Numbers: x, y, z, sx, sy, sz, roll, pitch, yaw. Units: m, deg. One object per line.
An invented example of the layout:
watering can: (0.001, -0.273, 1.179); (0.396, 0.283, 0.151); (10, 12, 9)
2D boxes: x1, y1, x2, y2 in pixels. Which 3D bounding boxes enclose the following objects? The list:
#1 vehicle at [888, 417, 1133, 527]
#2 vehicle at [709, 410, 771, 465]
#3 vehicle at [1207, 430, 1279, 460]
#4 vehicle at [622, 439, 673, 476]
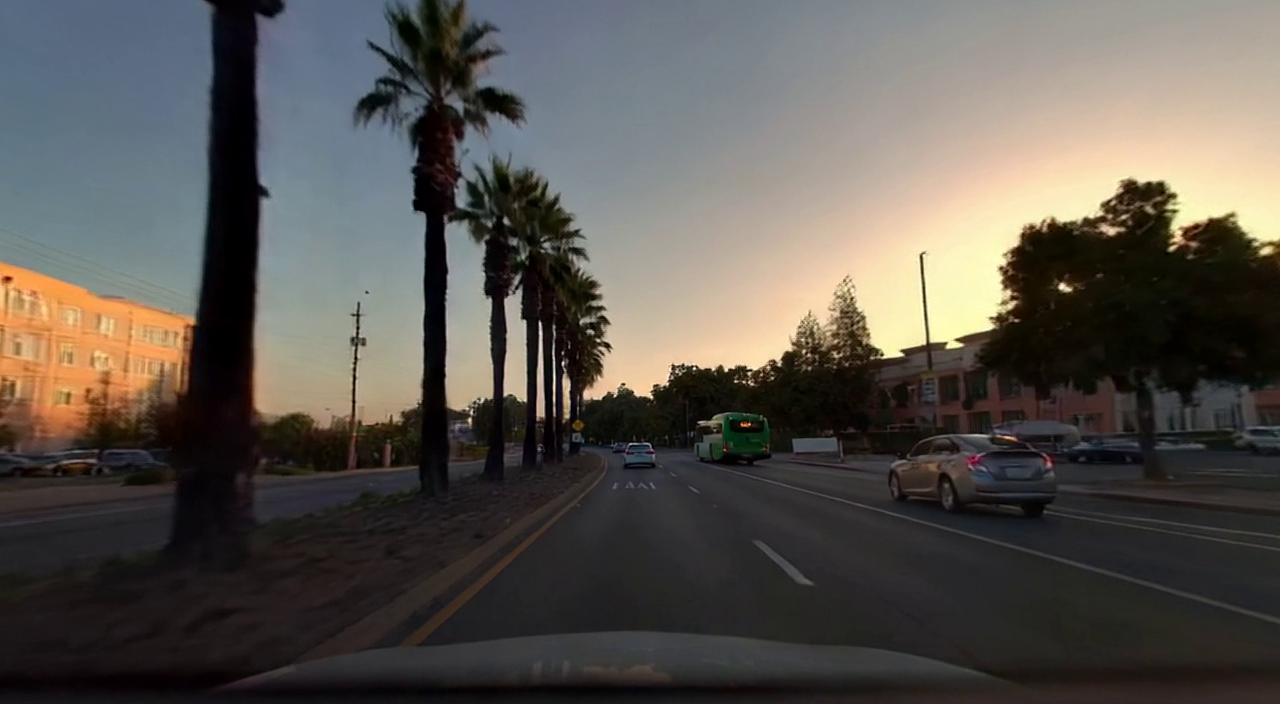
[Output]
vehicle: (6.506, 2.151, 11.814); (2.031, 1.670, 4.154); (0, -9, 0)
vehicle: (6.766, 6.059, 44.244); (2.795, 3.383, 9.287); (0, -9, 0)
vehicle: (35.584, 5.310, 36.075); (1.908, 1.637, 4.765); (-2, -9, 0)
vehicle: (0.285, 4.609, 27.692); (2.065, 1.477, 4.306); (0, -9, 0)
